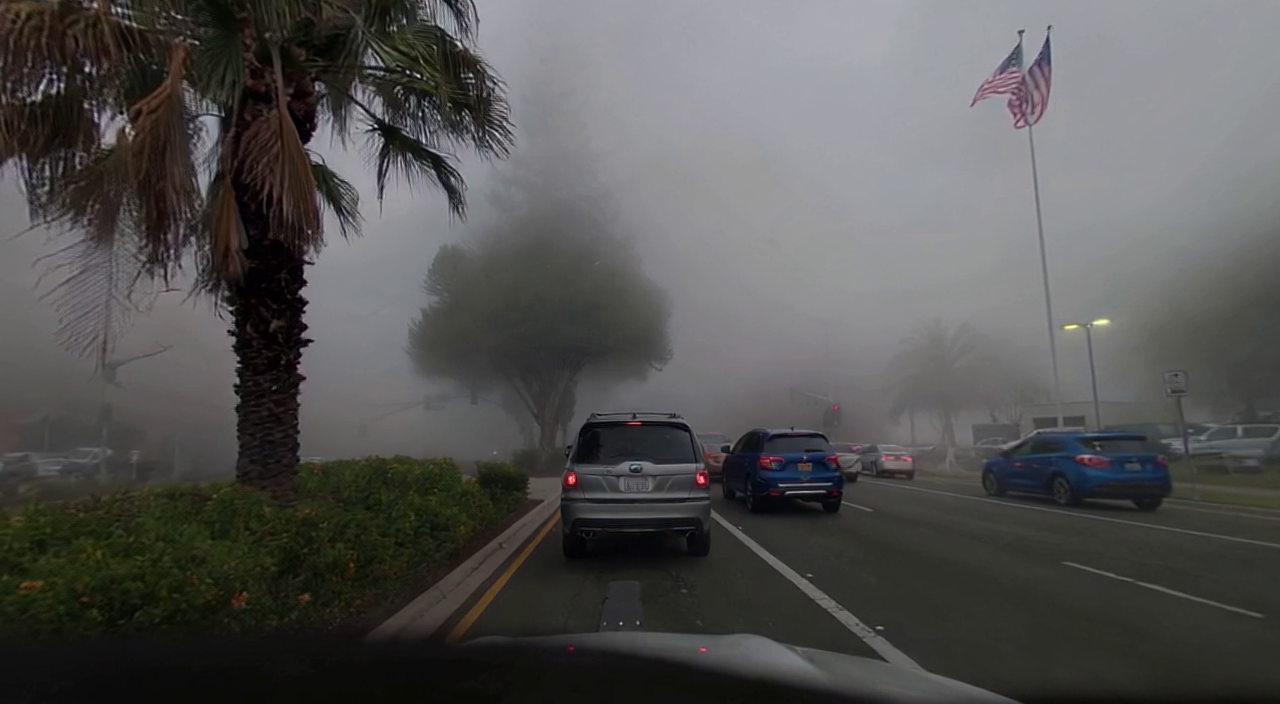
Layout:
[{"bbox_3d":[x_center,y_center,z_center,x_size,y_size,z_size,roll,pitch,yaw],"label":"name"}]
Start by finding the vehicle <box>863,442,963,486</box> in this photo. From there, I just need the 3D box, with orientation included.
[{"bbox_3d":[10.184,4.178,23.978,1.855,1.495,4.143,0,-9,-1],"label":"vehicle"}]

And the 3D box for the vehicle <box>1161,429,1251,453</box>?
[{"bbox_3d":[36.417,5.762,40.841,1.839,1.455,4.395,0,-9,2],"label":"vehicle"}]

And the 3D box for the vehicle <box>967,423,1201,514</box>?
[{"bbox_3d":[9.992,2.649,14.843,2.155,1.779,4.582,0,-9,0],"label":"vehicle"}]

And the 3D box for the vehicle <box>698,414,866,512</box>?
[{"bbox_3d":[3.256,2.790,16.383,2.773,2.021,6.212,0,-9,-2],"label":"vehicle"}]

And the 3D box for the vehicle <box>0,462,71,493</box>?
[{"bbox_3d":[-45.692,9.058,45.761,6.410,2.078,2.584,0,-9,0],"label":"vehicle"}]

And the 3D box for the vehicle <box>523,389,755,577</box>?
[{"bbox_3d":[-0.121,1.693,8.923,2.402,1.938,4.535,0,-9,-3],"label":"vehicle"}]
